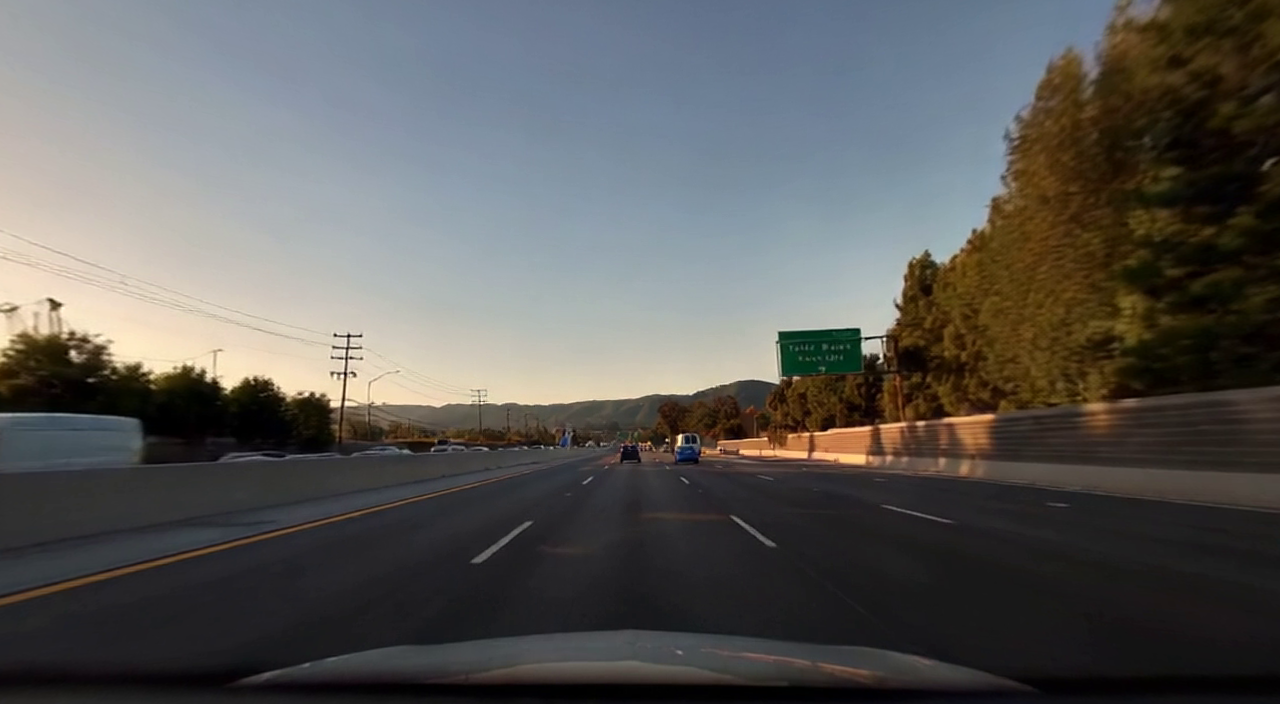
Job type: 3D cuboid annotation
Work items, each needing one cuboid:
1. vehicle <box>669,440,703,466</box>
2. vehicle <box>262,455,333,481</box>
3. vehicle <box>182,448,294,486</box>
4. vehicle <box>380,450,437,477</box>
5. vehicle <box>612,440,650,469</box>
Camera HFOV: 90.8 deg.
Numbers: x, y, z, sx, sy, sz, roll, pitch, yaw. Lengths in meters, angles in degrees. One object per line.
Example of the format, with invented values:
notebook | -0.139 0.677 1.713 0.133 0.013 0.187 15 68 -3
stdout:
vehicle | 3.330 7.470 46.890 2.036 1.796 4.470 0 -9 -2
vehicle | -21.527 7.273 39.931 1.978 1.487 4.529 0 -9 -1
vehicle | -17.777 5.080 28.258 1.982 1.568 4.576 0 -9 0
vehicle | -13.757 6.631 37.806 1.848 1.457 4.283 0 -9 0
vehicle | -0.563 6.639 41.064 2.325 1.712 4.592 0 -9 -1
